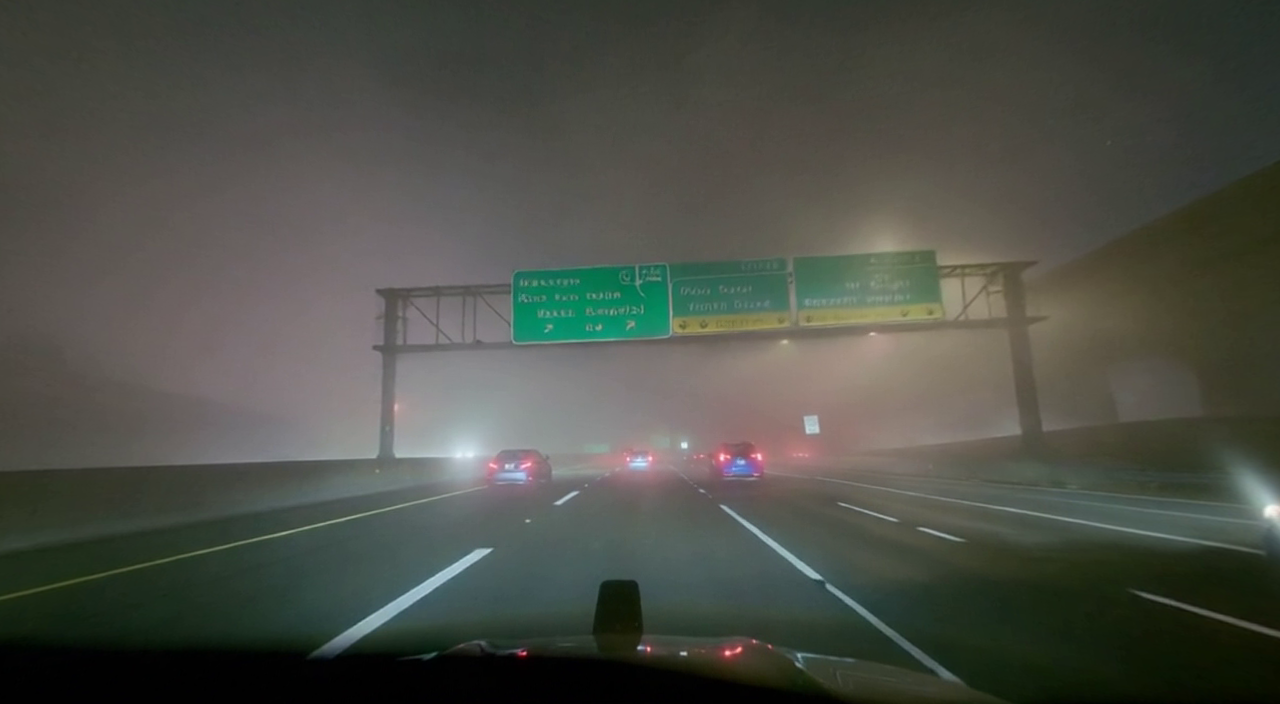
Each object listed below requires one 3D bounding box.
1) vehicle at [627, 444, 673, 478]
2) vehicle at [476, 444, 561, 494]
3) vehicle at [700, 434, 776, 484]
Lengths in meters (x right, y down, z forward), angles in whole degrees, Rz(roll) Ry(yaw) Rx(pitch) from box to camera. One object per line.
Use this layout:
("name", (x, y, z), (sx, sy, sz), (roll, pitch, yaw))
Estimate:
("vehicle", (0.460, 5.193, 30.314), (2.089, 1.493, 3.964), (0, -9, 0))
("vehicle", (-3.996, 3.916, 21.483), (2.031, 1.491, 4.145), (0, -9, 1))
("vehicle", (3.649, 4.086, 24.257), (2.202, 1.748, 4.158), (0, -9, -1))
